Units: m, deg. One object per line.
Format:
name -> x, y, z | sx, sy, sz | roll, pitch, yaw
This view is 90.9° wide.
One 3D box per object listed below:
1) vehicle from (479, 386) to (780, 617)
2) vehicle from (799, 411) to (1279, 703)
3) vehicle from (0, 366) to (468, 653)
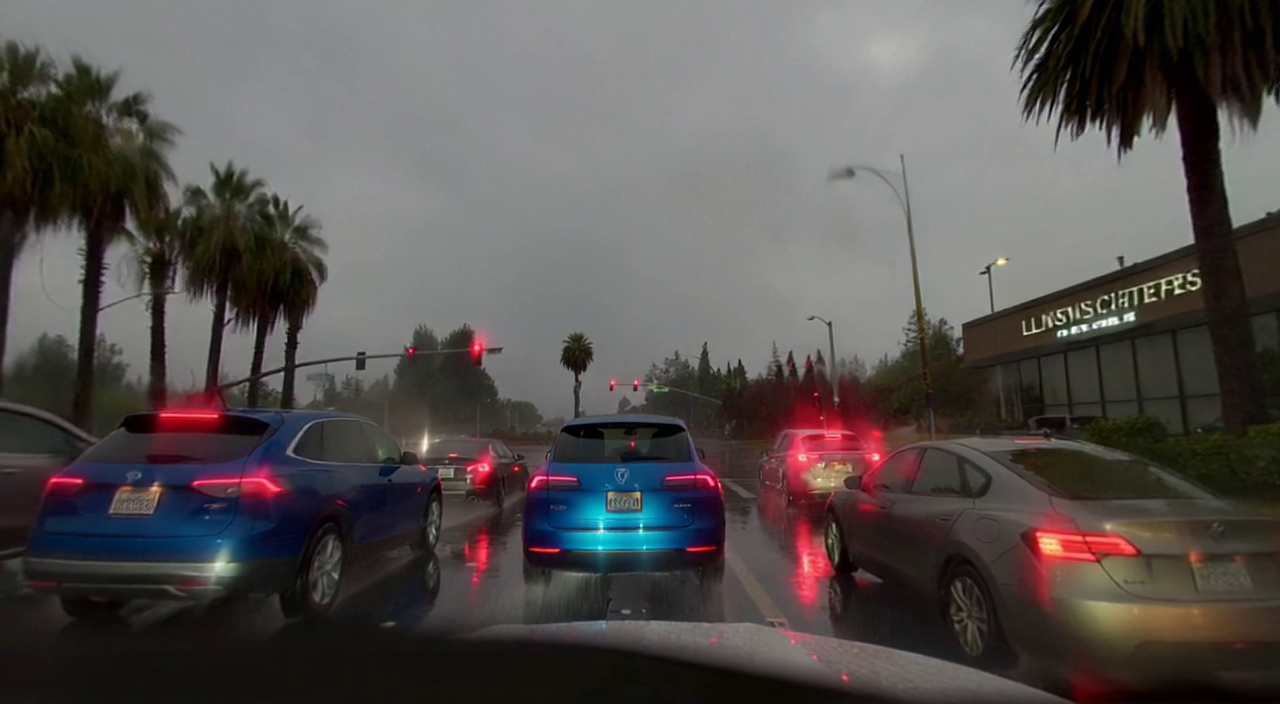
vehicle -> -0.132, 1.461, 7.063 | 2.280, 1.747, 4.361 | 0, -8, -1
vehicle -> 2.966, 1.364, 5.252 | 2.017, 1.491, 4.611 | 0, -8, -1
vehicle -> -3.347, 1.282, 6.128 | 2.014, 1.755, 4.360 | 0, -8, 1
